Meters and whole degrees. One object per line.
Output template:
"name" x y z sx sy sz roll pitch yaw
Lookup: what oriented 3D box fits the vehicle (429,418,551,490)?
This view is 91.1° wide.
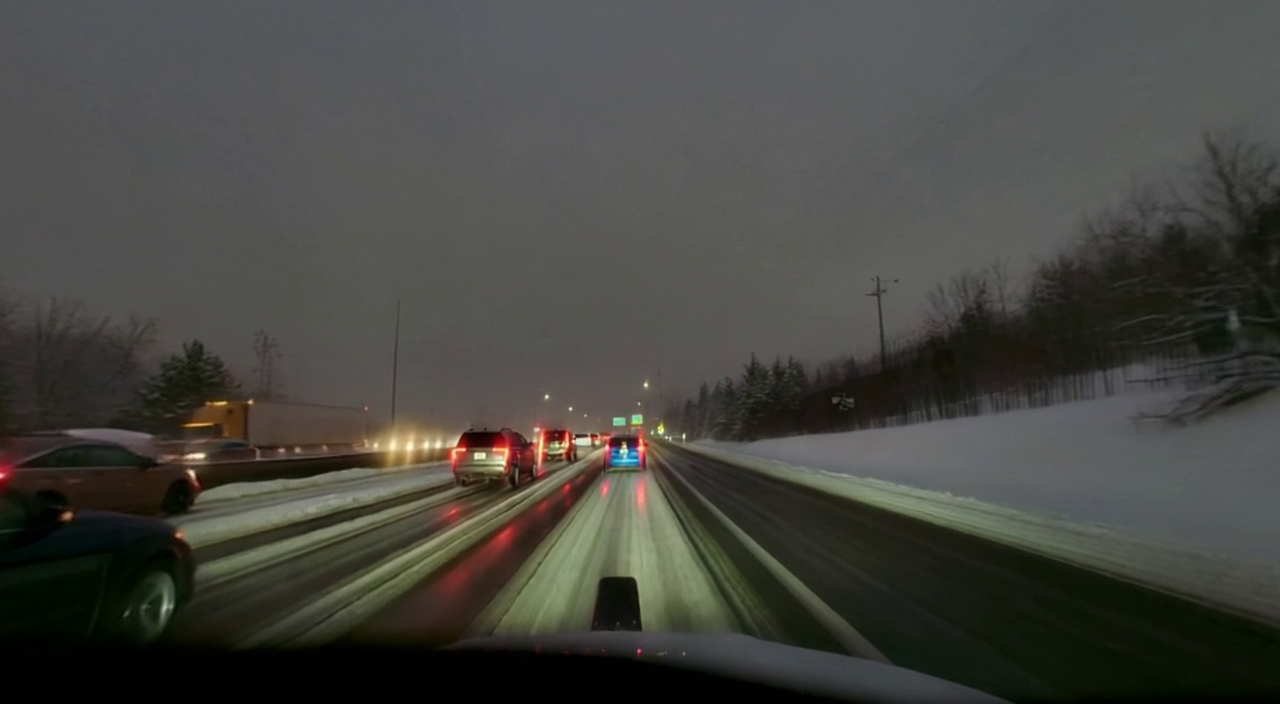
"vehicle" -3.880 2.721 17.219 2.154 1.690 4.595 0 -8 1

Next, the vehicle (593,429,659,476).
"vehicle" -0.465 3.442 21.850 2.070 1.452 3.834 0 -8 -1

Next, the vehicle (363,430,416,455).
"vehicle" -19.688 7.148 49.648 2.196 1.833 4.749 0 -8 0

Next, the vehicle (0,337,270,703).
"vehicle" -3.781 0.765 2.434 2.107 1.703 4.274 0 -8 -1
